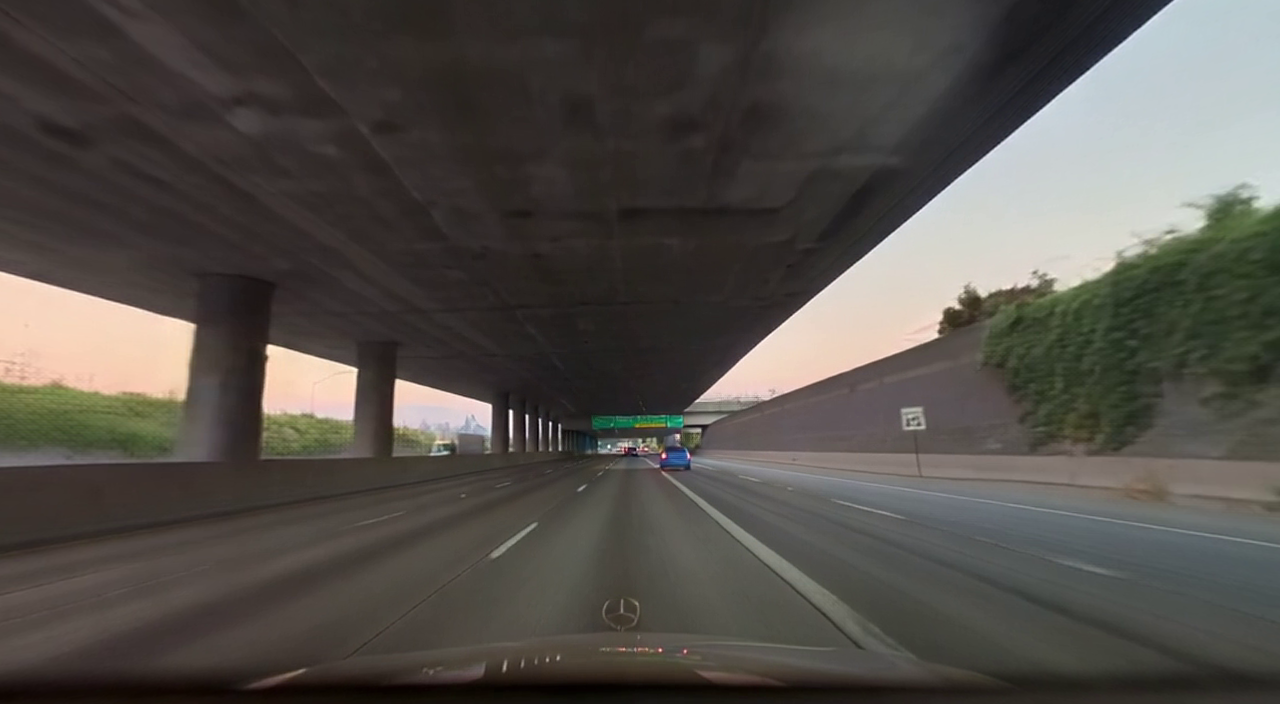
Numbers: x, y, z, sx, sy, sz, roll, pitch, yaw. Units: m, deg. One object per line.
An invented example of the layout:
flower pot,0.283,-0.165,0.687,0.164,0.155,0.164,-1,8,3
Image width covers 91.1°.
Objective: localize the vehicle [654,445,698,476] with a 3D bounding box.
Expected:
vehicle,1.818,5.631,32.849,2.055,1.501,4.321,0,-9,0
